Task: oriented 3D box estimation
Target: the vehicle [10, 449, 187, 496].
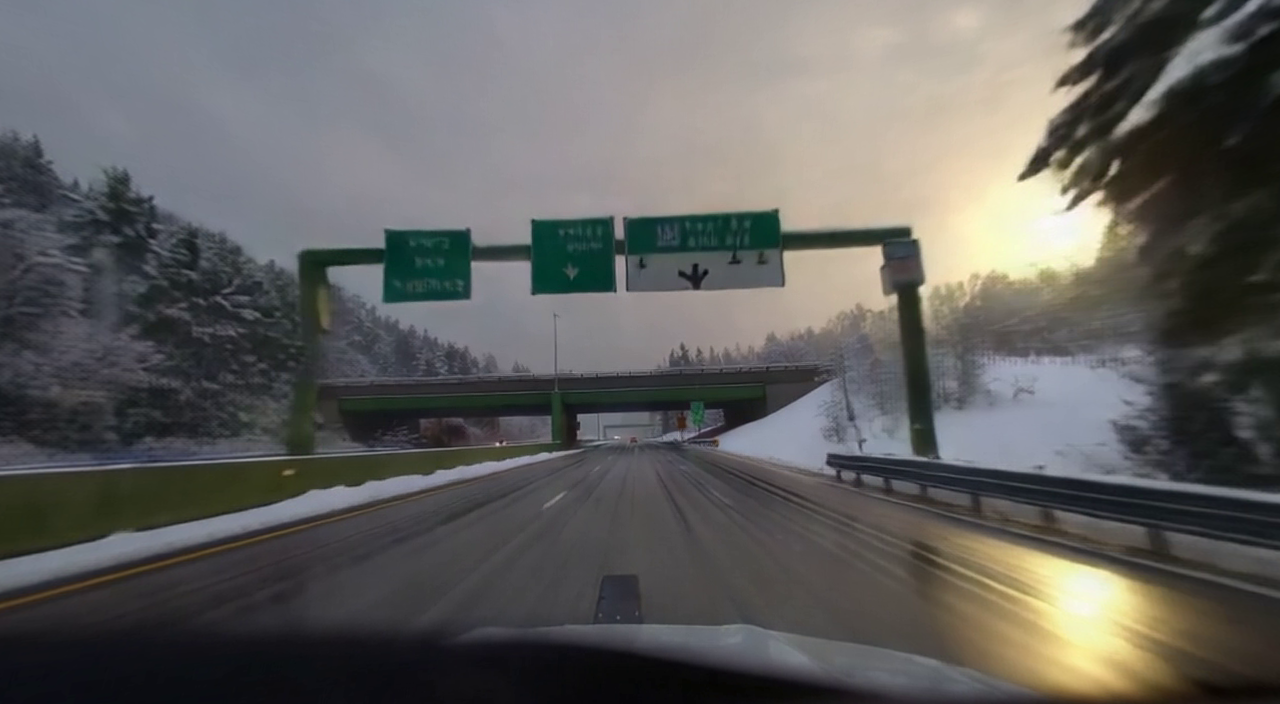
[{"bbox_3d":[-19.139,4.234,22.661,2.167,1.427,4.906,0,-8,-3],"label":"vehicle"}]
